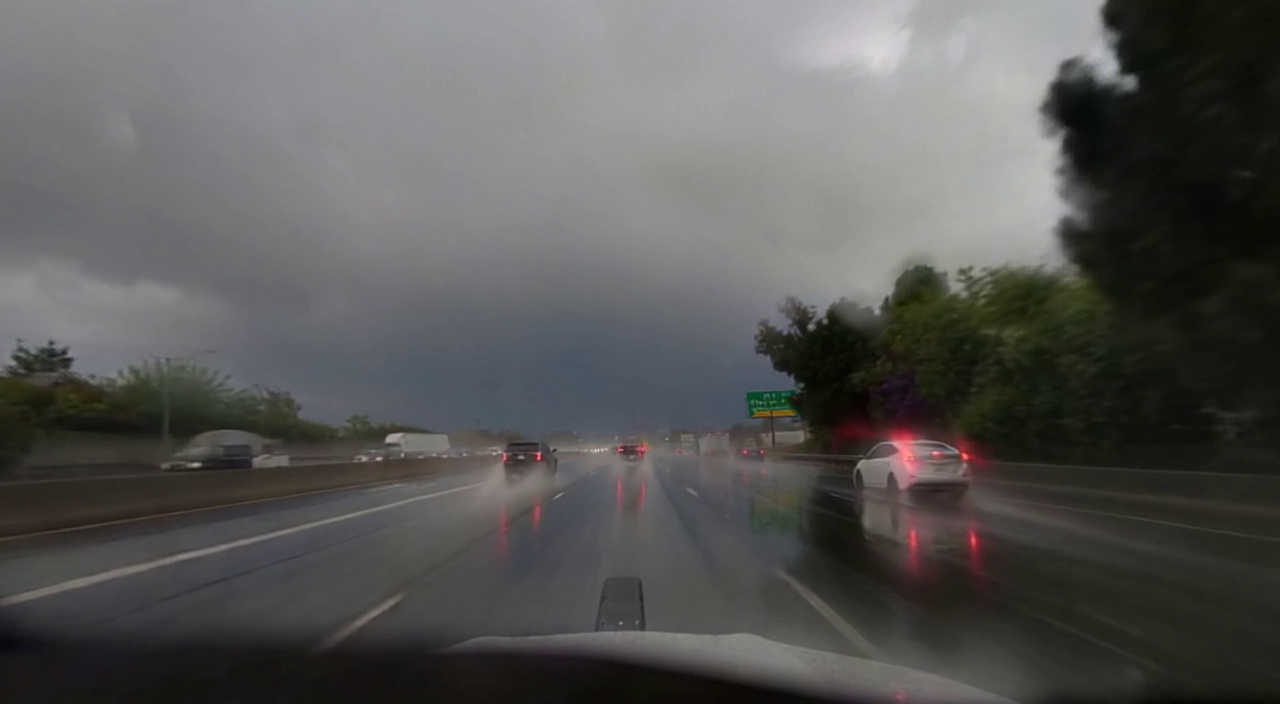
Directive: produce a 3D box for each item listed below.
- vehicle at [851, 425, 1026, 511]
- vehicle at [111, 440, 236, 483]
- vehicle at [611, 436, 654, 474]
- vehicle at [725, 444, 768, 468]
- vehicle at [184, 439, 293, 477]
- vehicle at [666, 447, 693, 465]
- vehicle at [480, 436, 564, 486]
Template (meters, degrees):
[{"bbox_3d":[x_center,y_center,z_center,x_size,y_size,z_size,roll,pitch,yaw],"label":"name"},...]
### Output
[{"bbox_3d":[6.604,2.605,14.609,1.944,1.666,4.184,0,-9,0],"label":"vehicle"},{"bbox_3d":[-17.801,4.184,24.359,1.817,1.500,3.838,0,-9,0],"label":"vehicle"},{"bbox_3d":[-0.347,5.144,31.792,2.002,1.759,4.658,0,-8,0],"label":"vehicle"},{"bbox_3d":[6.743,6.629,40.433,1.879,1.428,4.402,0,-9,-1],"label":"vehicle"},{"bbox_3d":[-21.366,5.650,33.977,2.093,1.851,5.667,0,-9,0],"label":"vehicle"},{"bbox_3d":[2.975,7.993,48.634,1.816,1.353,3.809,0,-8,-1],"label":"vehicle"},{"bbox_3d":[-4.197,3.974,23.278,2.126,1.631,4.643,0,-8,1],"label":"vehicle"}]
